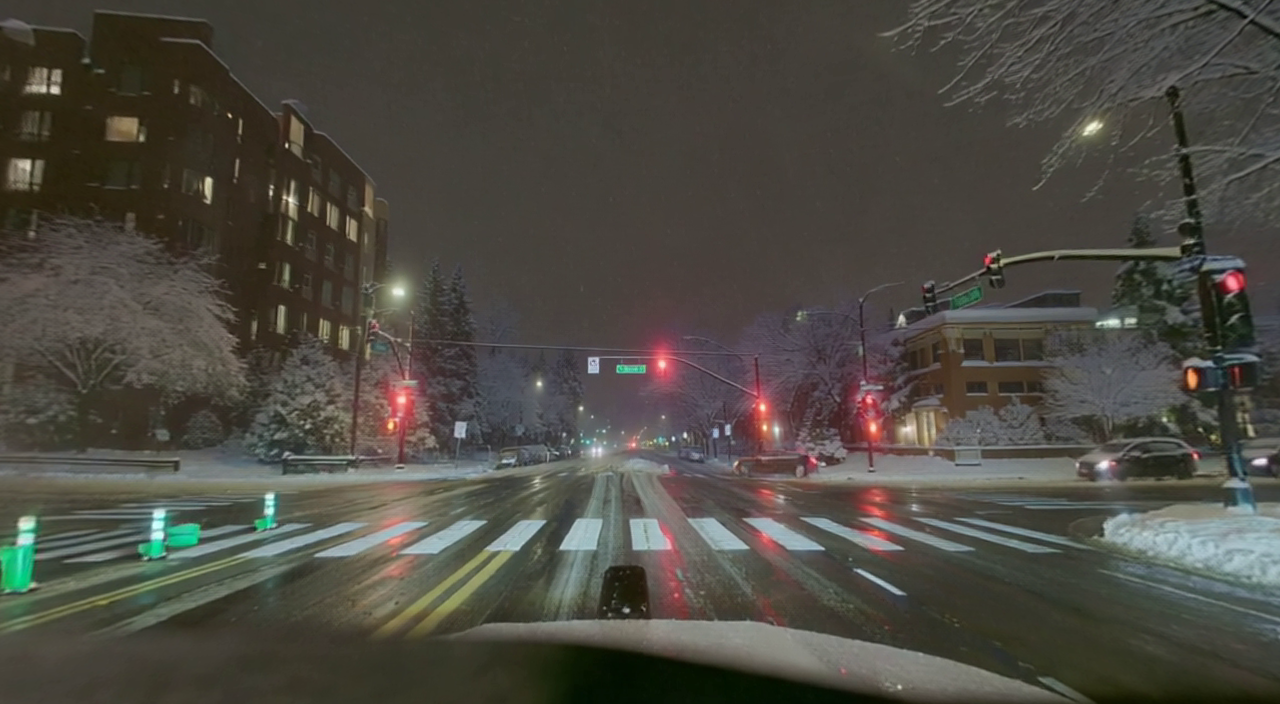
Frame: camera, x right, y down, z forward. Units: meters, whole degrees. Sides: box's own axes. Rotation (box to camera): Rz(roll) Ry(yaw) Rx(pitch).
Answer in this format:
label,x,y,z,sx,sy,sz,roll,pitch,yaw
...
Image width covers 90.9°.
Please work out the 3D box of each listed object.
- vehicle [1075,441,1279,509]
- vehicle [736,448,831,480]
label,x,y,z,sx,sy,sz,roll,pitch,yaw
vehicle,12.997,2.787,14.556,4.424,1.436,1.804,-1,-8,5
vehicle,7.367,5.725,32.475,4.368,1.522,1.972,-5,-9,27
